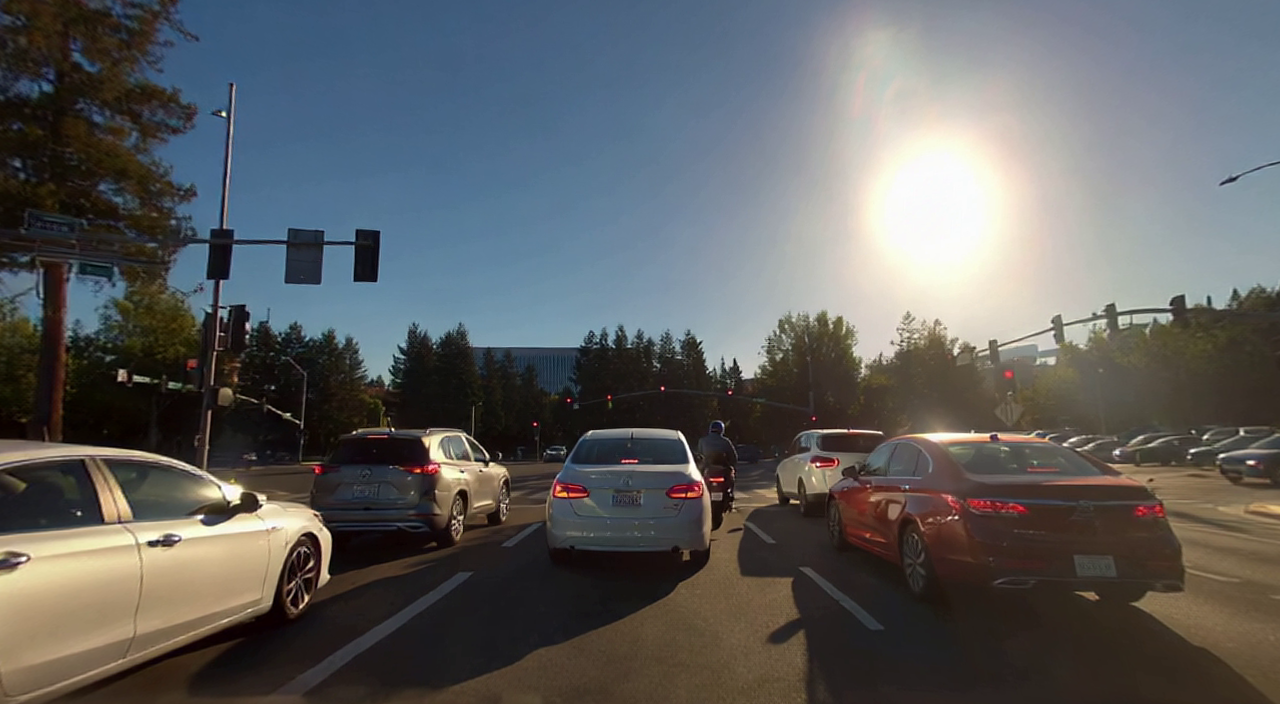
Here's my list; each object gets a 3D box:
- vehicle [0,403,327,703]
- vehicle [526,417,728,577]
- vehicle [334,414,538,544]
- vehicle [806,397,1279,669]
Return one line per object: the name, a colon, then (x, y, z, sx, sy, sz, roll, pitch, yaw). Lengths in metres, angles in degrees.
vehicle: (-3.355, 0.947, 2.364, 1.863, 1.495, 4.667, 0, -8, 2)
vehicle: (-0.103, 1.800, 8.544, 2.106, 1.655, 3.717, 0, -8, 1)
vehicle: (-3.229, 2.115, 11.155, 2.048, 1.805, 4.405, 0, -8, 1)
vehicle: (3.224, 1.442, 6.186, 2.006, 1.659, 4.462, 0, -8, 1)
